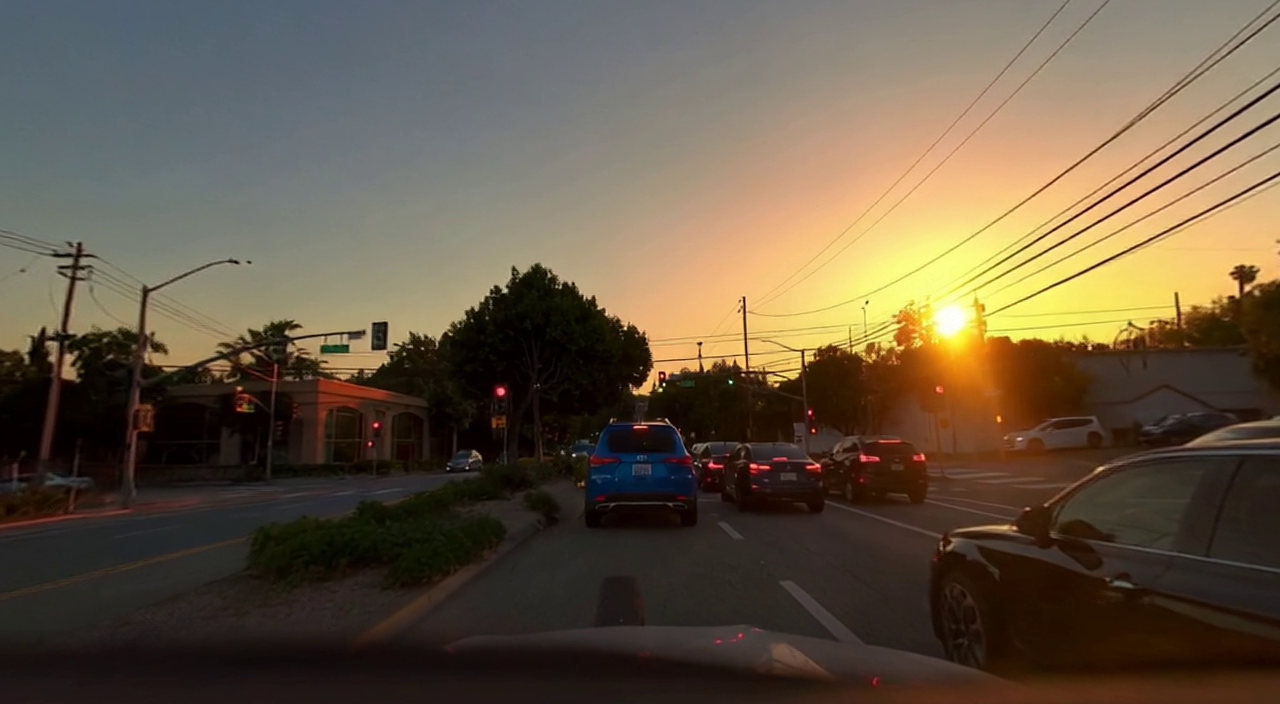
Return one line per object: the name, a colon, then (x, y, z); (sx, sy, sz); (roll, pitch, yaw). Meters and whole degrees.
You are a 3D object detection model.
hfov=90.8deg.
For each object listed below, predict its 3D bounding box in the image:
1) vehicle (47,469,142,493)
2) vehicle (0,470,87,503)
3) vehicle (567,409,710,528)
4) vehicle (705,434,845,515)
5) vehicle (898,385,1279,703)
vehicle: (-38.047, 9.018, 44.158); (4.569, 1.505, 1.992); (1, -9, -5)
vehicle: (-33.329, 7.281, 34.339); (4.550, 1.601, 1.766); (1, -9, -7)
vehicle: (-0.052, 2.206, 12.443); (2.236, 1.856, 4.816); (0, -9, -1)
vehicle: (2.739, 2.606, 13.980); (2.025, 1.477, 4.333); (0, -9, -2)
vehicle: (2.756, 0.872, 2.047); (2.004, 1.460, 4.297); (0, -9, 0)
